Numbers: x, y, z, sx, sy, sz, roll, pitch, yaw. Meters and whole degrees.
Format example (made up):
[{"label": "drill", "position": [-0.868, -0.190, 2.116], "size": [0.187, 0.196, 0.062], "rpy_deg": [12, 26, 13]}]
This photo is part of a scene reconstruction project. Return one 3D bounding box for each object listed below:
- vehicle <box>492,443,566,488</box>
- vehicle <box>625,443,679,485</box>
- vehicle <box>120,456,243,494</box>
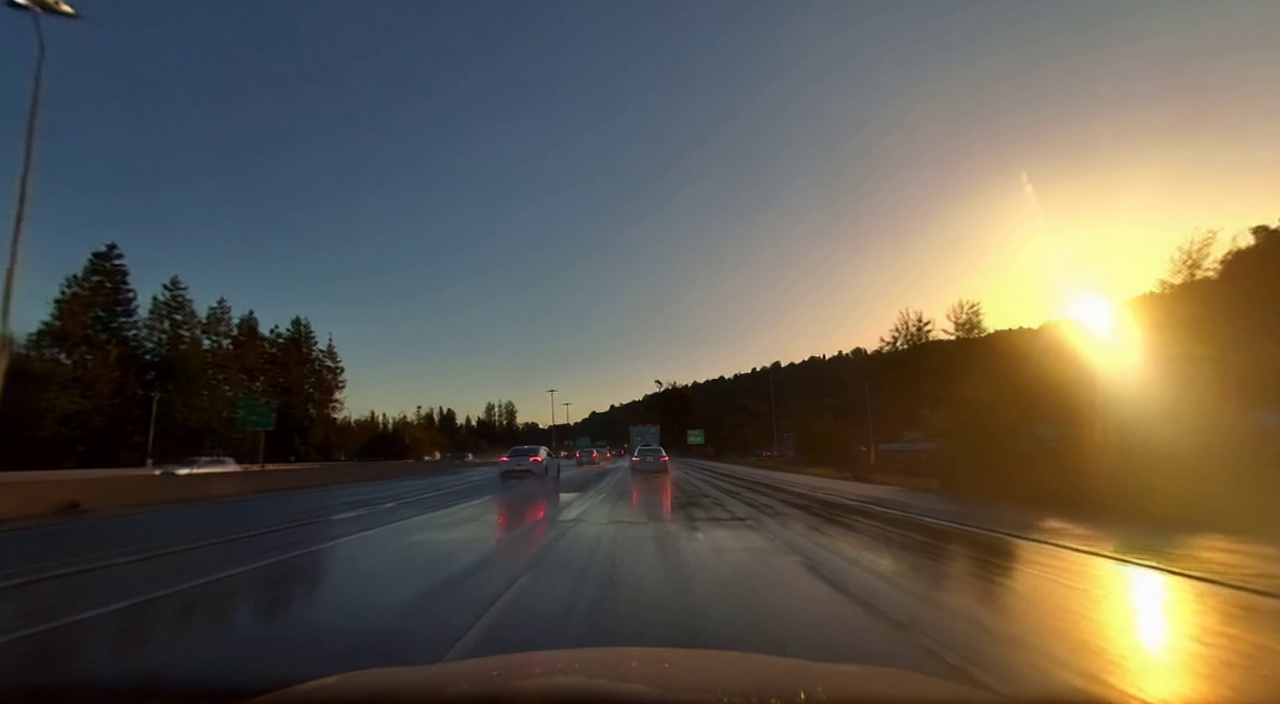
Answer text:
[{"label": "vehicle", "position": [-4.068, 4.234, 23.672], "size": [1.940, 1.502, 4.463], "rpy_deg": [0, -9, 1]}, {"label": "vehicle", "position": [0.415, 4.479, 25.367], "size": [2.015, 1.526, 4.286], "rpy_deg": [0, -9, -1]}, {"label": "vehicle", "position": [-20.335, 5.437, 28.087], "size": [1.921, 1.485, 4.671], "rpy_deg": [0, -9, 1]}]
